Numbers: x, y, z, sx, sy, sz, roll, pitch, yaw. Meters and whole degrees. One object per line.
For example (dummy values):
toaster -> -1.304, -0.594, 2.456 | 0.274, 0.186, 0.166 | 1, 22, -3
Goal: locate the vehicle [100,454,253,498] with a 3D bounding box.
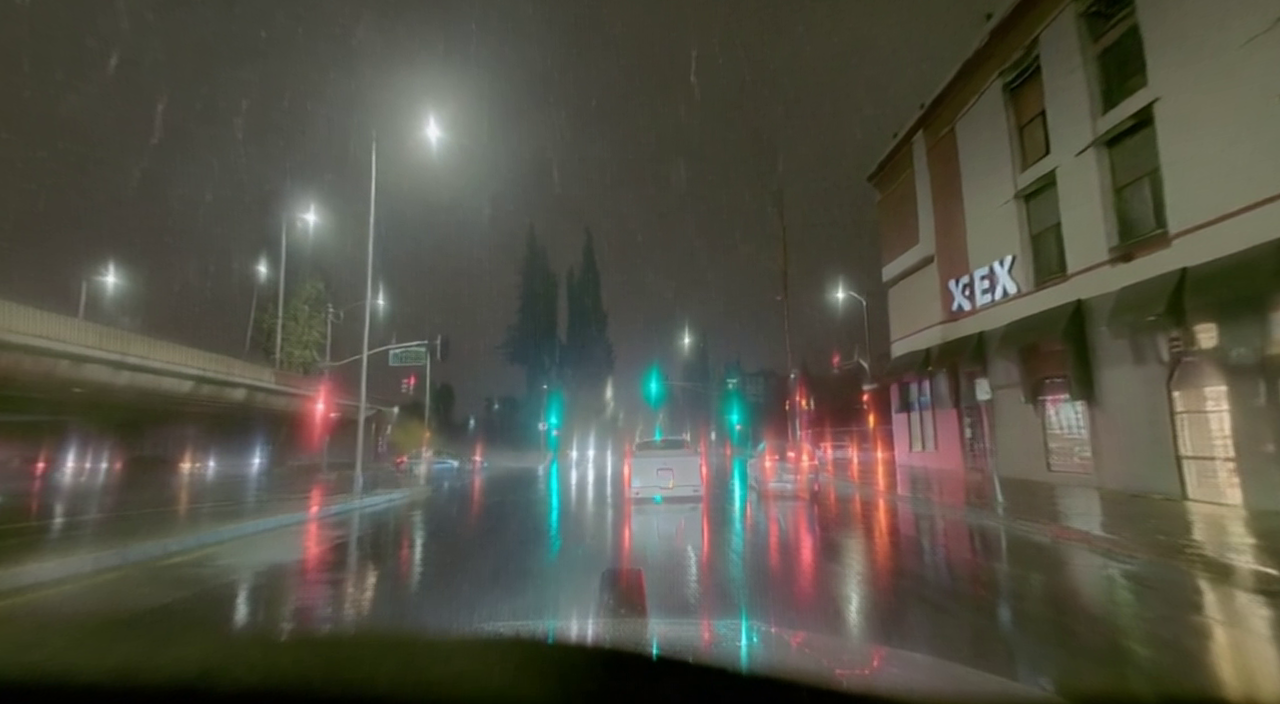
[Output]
vehicle -> -17.777, 4.705, 24.404 | 1.873, 1.462, 4.283 | -6, -10, 32

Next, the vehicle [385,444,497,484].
vehicle -> -8.968, 5.044, 28.798 | 1.832, 1.611, 4.546 | -7, -11, 40

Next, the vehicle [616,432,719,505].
vehicle -> 0.581, 2.697, 15.018 | 2.101, 1.467, 4.210 | 0, -8, 1

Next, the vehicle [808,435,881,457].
vehicle -> 14.498, 6.680, 44.790 | 4.498, 1.439, 1.842 | 0, -8, -1

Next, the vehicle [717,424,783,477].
vehicle -> 4.453, 4.087, 26.267 | 2.080, 1.999, 4.379 | 0, -8, 2
